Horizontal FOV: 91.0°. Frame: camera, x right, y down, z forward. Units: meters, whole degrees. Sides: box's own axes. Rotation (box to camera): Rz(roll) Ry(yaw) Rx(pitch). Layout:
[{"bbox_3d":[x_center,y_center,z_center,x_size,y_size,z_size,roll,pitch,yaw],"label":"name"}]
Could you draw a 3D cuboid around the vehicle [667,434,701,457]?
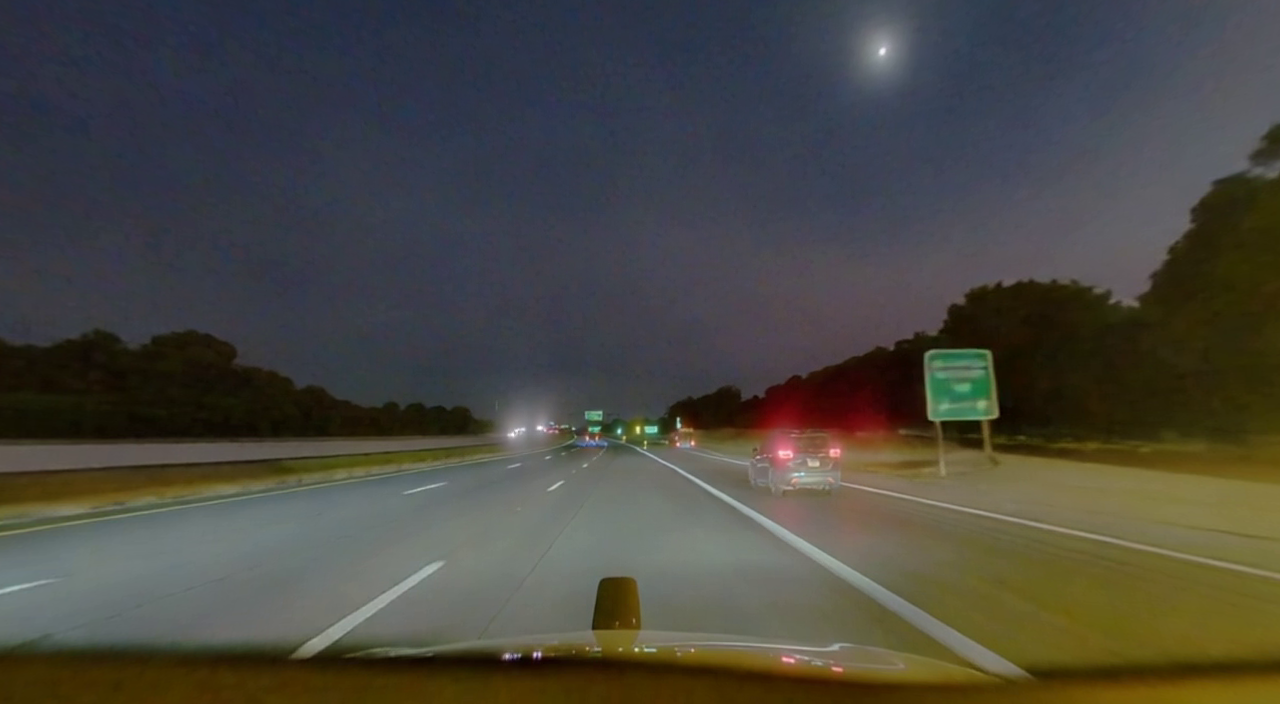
[{"bbox_3d":[3.286,7.030,47.636,2.084,1.614,4.762,0,-8,-2],"label":"vehicle"}]
